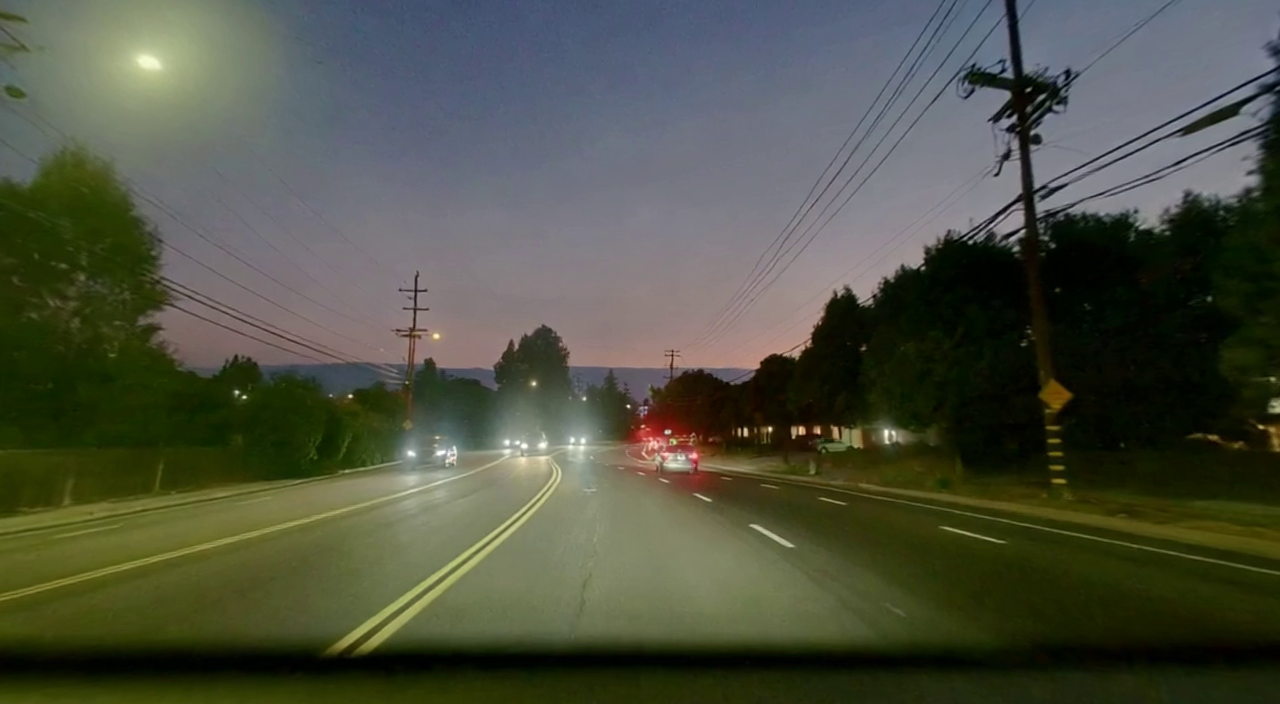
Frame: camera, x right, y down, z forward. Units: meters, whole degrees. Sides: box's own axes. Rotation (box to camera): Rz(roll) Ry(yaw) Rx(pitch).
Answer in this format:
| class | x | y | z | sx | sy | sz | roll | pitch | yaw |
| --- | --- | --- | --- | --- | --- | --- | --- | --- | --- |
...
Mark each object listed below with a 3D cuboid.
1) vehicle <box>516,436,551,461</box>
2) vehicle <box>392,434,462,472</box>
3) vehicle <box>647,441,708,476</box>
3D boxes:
| class | x | y | z | sx | sy | sz | roll | pitch | yaw |
| --- | --- | --- | --- | --- | --- | --- | --- | --- | --- |
| vehicle | -7.860 | 7.174 | 46.909 | 2.205 | 1.769 | 4.589 | 0 | -9 | -5 |
| vehicle | -9.919 | 4.741 | 29.760 | 2.169 | 1.656 | 4.378 | 0 | -9 | -6 |
| vehicle | 1.612 | 4.844 | 28.775 | 1.982 | 1.451 | 4.152 | 1 | -9 | -7 |
